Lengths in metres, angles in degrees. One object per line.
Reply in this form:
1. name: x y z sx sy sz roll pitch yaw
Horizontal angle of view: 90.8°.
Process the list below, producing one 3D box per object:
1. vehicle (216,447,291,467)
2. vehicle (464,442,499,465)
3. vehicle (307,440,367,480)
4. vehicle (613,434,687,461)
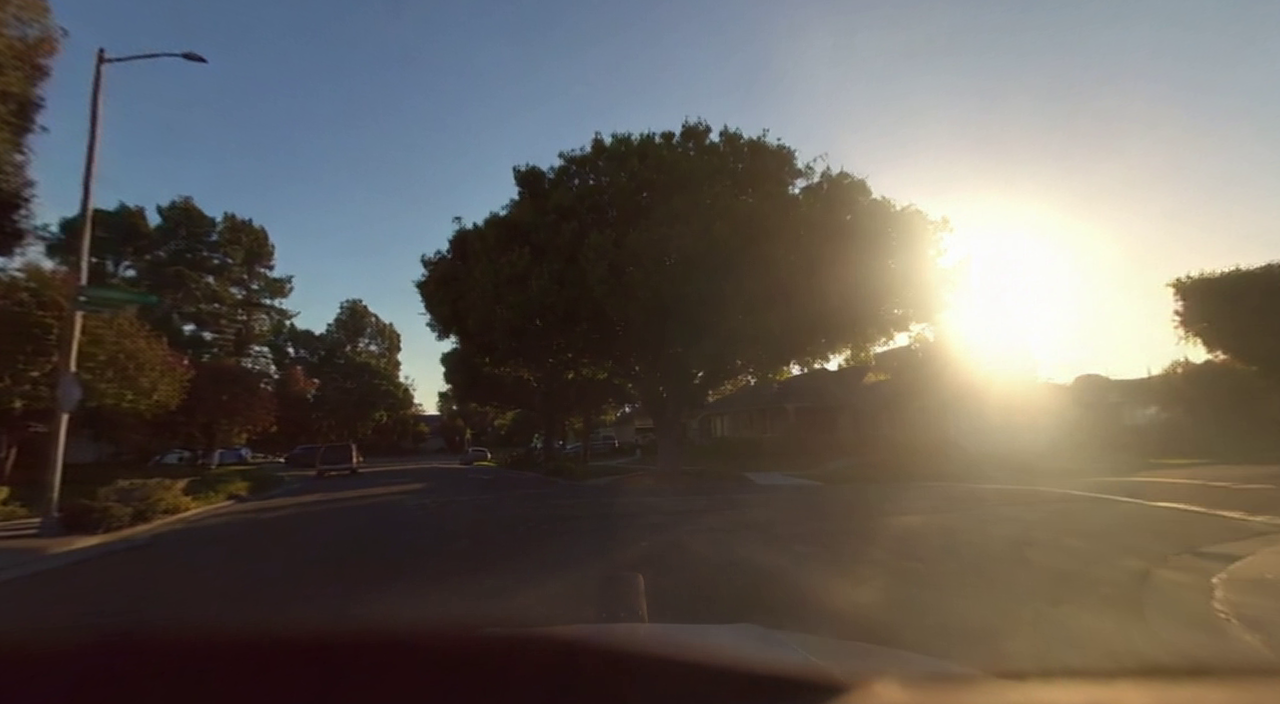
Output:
1. vehicle: -29.532 8.029 48.405 4.526 1.487 1.766 3 -9 -18
2. vehicle: -12.081 7.696 47.933 2.109 1.676 4.037 3 -9 -19
3. vehicle: -15.464 5.505 32.476 2.152 1.826 4.725 3 -9 -19
4. vehicle: 0.624 6.002 39.821 4.241 1.597 1.833 3 -9 -19
